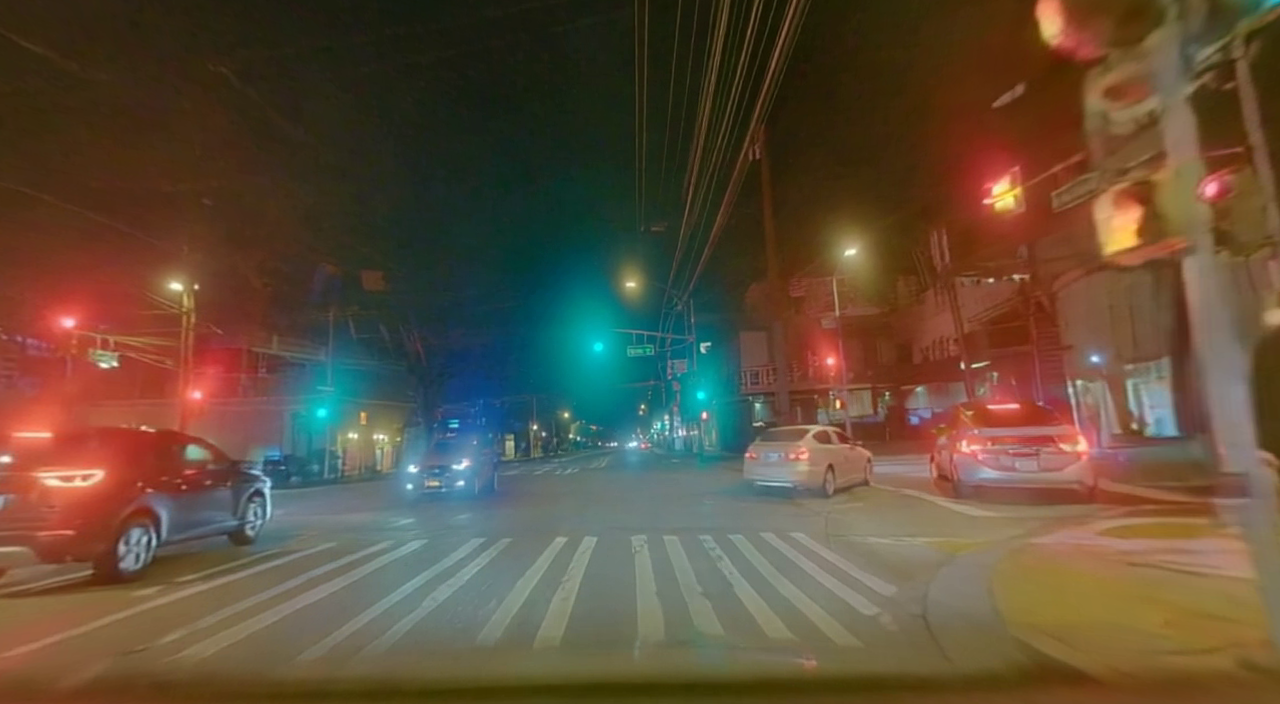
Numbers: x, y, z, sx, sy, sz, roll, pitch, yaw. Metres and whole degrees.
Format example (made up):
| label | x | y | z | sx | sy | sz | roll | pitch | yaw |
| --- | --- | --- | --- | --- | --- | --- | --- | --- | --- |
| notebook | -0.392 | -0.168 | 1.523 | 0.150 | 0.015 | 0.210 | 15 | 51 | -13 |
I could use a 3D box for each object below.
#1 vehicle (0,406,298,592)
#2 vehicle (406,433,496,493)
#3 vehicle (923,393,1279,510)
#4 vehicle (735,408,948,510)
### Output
| label | x | y | z | sx | sy | sz | roll | pitch | yaw |
| --- | --- | --- | --- | --- | --- | --- | --- | --- | --- |
| vehicle | -6.572 | 1.714 | 8.149 | 2.063 | 1.751 | 4.229 | 0 | -9 | -2 |
| vehicle | -5.377 | 3.063 | 17.828 | 2.097 | 1.457 | 4.439 | 2 | -9 | -18 |
| vehicle | 7.515 | 1.613 | 10.483 | 4.714 | 1.686 | 1.973 | 1 | -8 | -8 |
| vehicle | 4.040 | 1.946 | 12.309 | 4.260 | 1.497 | 2.059 | 3 | -8 | -44 |
